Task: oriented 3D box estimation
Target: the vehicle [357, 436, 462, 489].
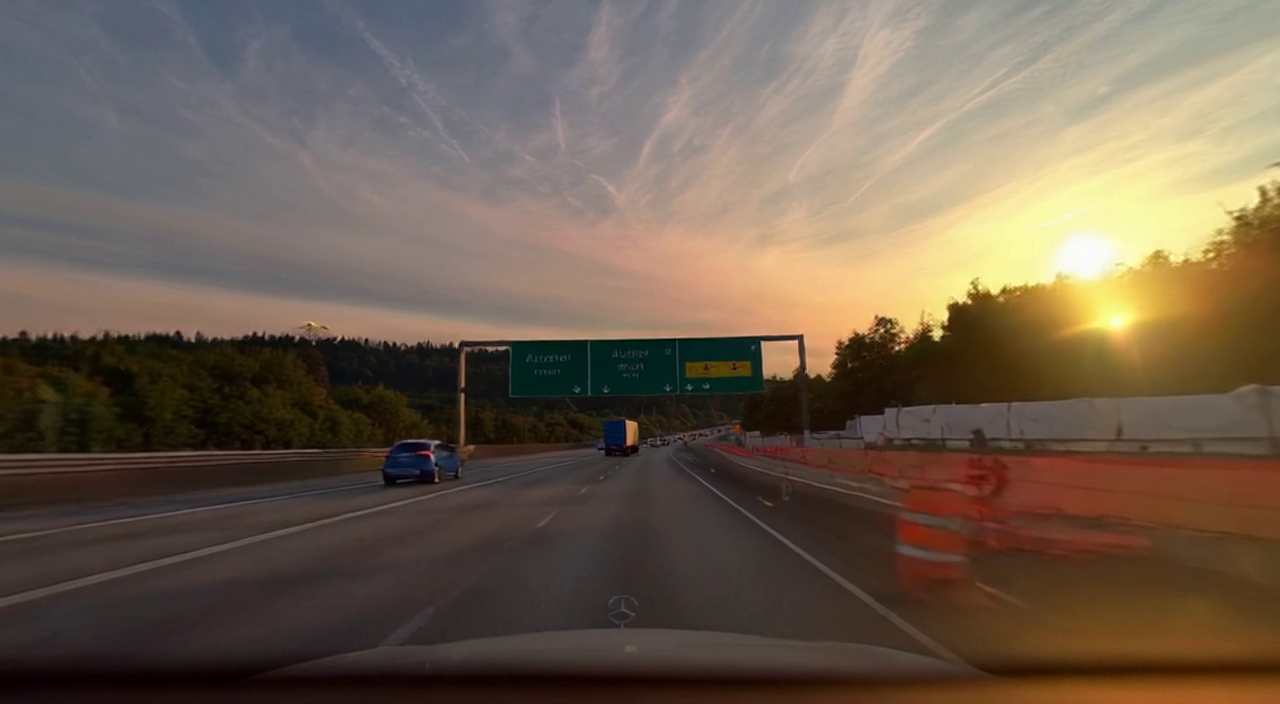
[{"bbox_3d":[-7.446,3.631,20.860,1.893,1.566,4.051,0,-9,1],"label":"vehicle"}]
